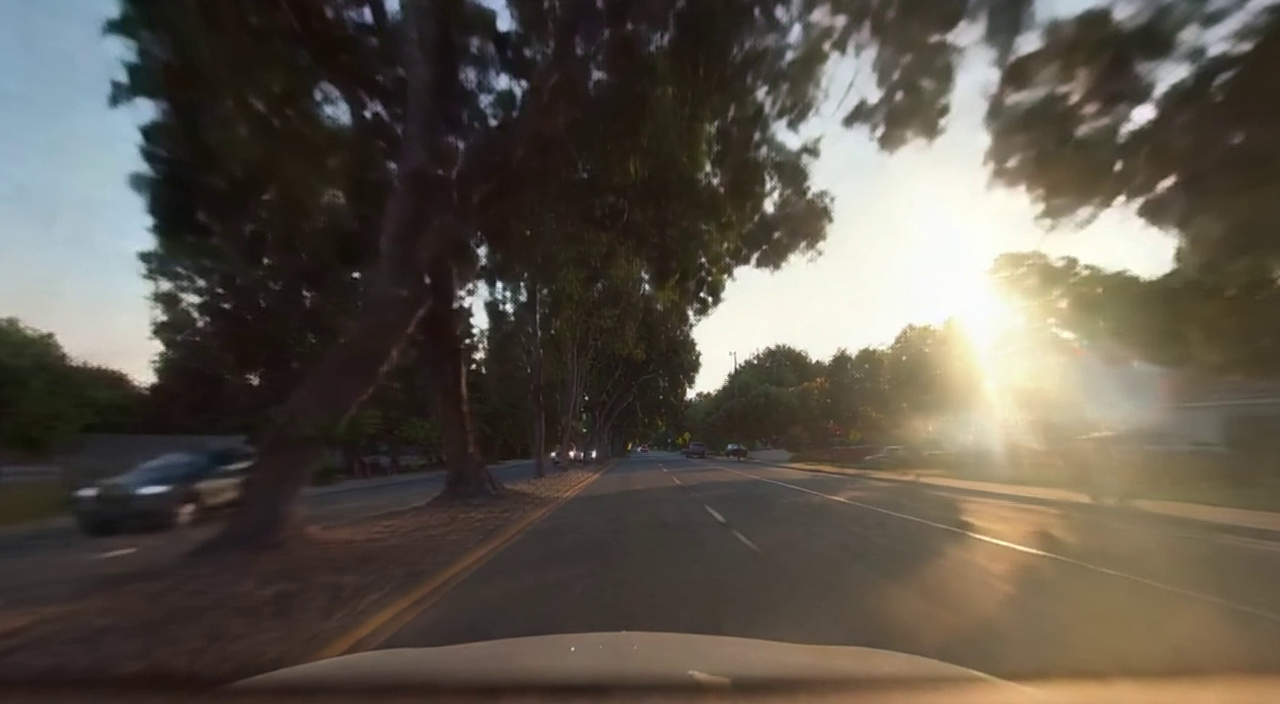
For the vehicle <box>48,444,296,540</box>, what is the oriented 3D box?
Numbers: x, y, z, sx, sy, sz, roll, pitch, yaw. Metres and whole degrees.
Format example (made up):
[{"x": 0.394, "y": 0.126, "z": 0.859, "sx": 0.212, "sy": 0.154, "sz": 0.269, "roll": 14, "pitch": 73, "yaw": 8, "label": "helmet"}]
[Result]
[{"x": -10.136, "y": 2.999, "z": 14.245, "sx": 2.000, "sy": 1.728, "sz": 4.587, "roll": -2, "pitch": -9, "yaw": 1, "label": "vehicle"}]

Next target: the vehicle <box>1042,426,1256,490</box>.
[{"x": 14.406, "y": 3.008, "z": 18.033, "sx": 4.386, "sy": 1.711, "sz": 1.929, "roll": 0, "pitch": -9, "yaw": 0, "label": "vehicle"}]

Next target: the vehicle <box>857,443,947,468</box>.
[{"x": 15.635, "y": 6.191, "z": 37.673, "sx": 4.500, "sy": 1.390, "sz": 1.864, "roll": 0, "pitch": -8, "yaw": -3, "label": "vehicle"}]

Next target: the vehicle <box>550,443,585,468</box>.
[{"x": -5.635, "y": 8.067, "z": 49.393, "sx": 2.071, "sy": 1.823, "sz": 4.799, "roll": 0, "pitch": -9, "yaw": 2, "label": "vehicle"}]
